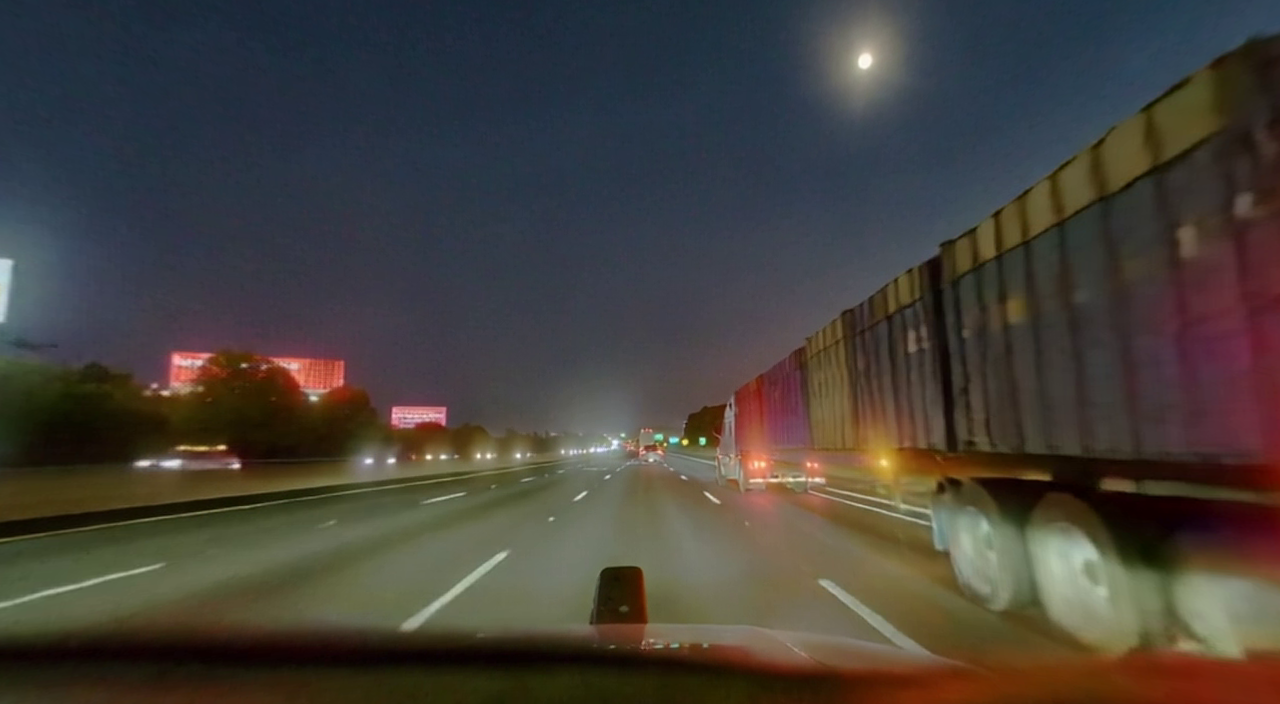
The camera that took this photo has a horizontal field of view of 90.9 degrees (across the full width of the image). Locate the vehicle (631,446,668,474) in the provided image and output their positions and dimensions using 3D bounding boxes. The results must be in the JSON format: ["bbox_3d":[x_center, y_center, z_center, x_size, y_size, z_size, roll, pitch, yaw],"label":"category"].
[{"bbox_3d":[0.534,6.390,37.554,2.042,1.528,4.300,0,-8,0],"label":"vehicle"}]

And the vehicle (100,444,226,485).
[{"bbox_3d":[-25.446,5.987,34.044,2.168,1.955,5.931,0,-8,0],"label":"vehicle"}]

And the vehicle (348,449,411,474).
[{"bbox_3d":[-17.350,7.301,42.301,1.948,1.538,5.039,0,-8,1],"label":"vehicle"}]

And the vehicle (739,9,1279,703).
[{"bbox_3d":[4.412,1.195,10.171,2.917,3.179,18.723,0,-9,1],"label":"vehicle"}]
